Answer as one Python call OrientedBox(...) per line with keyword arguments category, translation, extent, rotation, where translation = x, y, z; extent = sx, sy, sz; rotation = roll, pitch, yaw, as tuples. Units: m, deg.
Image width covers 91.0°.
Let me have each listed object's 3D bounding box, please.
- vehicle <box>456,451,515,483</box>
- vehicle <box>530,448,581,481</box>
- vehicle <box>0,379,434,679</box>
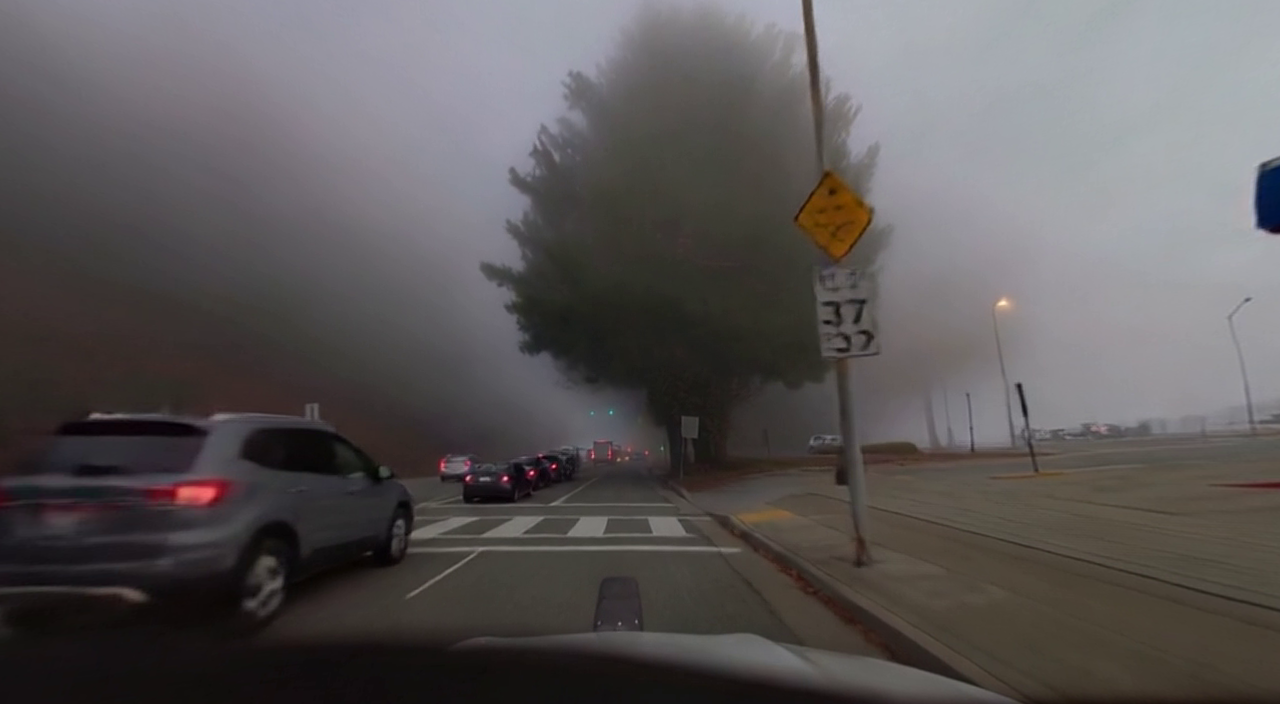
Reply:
OrientedBox(category="vehicle", translation=(-7.722, 5.802, 31.849), extent=(1.875, 1.479, 4.558), rotation=(0, -10, -1))
OrientedBox(category="vehicle", translation=(-4.344, 5.876, 33.040), extent=(2.060, 1.580, 3.980), rotation=(0, -10, 1))
OrientedBox(category="vehicle", translation=(-3.945, 1.458, 6.151), extent=(2.306, 1.815, 4.476), rotation=(0, -10, 0))
